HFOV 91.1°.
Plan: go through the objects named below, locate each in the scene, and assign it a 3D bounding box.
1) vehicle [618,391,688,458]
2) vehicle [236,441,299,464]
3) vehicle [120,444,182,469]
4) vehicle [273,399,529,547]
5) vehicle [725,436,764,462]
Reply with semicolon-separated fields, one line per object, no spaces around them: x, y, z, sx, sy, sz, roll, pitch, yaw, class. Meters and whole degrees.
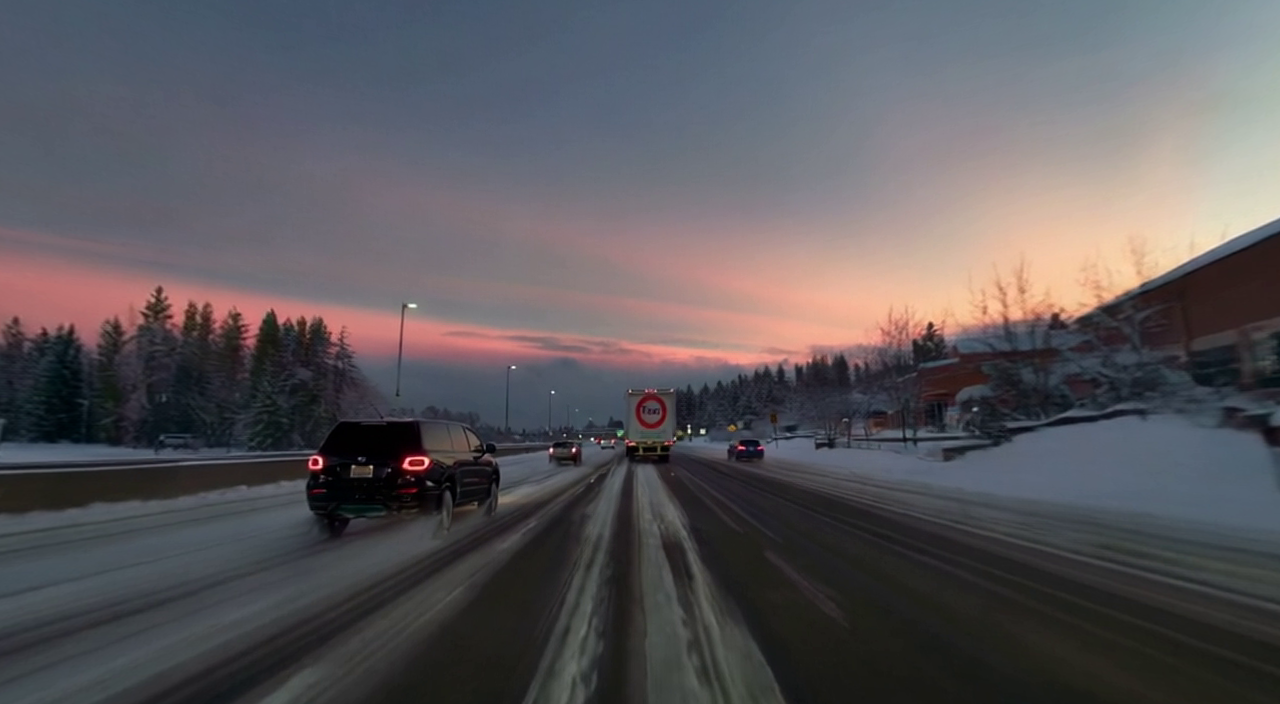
1.312;5.452;46.273;3.657;4.173;13.731;-1;-8;7;vehicle
-28.828;7.771;48.744;1.959;1.681;4.487;0;-8;2;vehicle
-36.370;7.702;46.643;4.674;1.730;2.261;-6;-10;35;vehicle
-3.420;1.873;10.353;2.178;1.826;4.933;0;-9;1;vehicle
7.037;6.562;42.679;1.958;1.681;4.109;0;-8;0;vehicle
